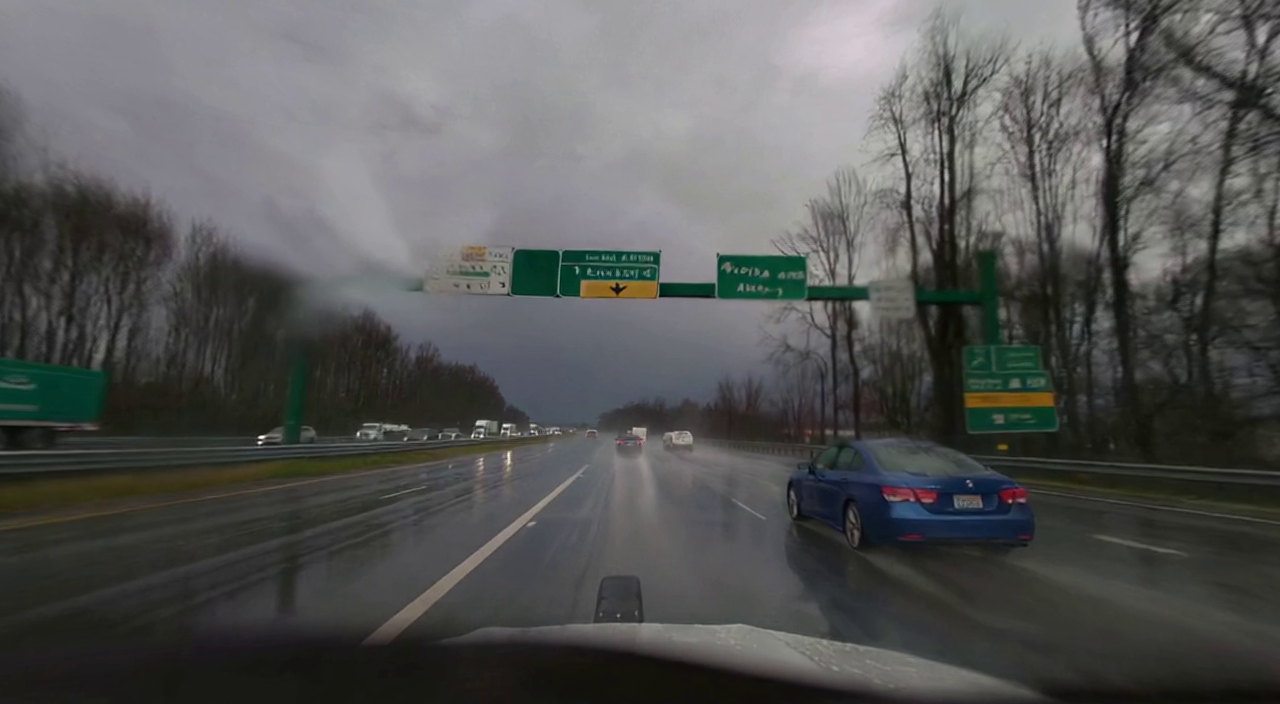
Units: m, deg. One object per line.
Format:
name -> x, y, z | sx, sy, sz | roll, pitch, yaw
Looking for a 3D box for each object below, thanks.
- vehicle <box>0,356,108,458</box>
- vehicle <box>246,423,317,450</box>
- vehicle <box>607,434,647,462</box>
vehicle -> -25.435, 1.893, 22.394 | 2.979, 3.780, 11.677 | 0, -8, -1
vehicle -> -22.280, 5.281, 39.270 | 1.869, 1.544, 4.369 | 0, -8, -1
vehicle -> -0.791, 5.436, 35.806 | 2.121, 1.445, 4.187 | 0, -8, -2
